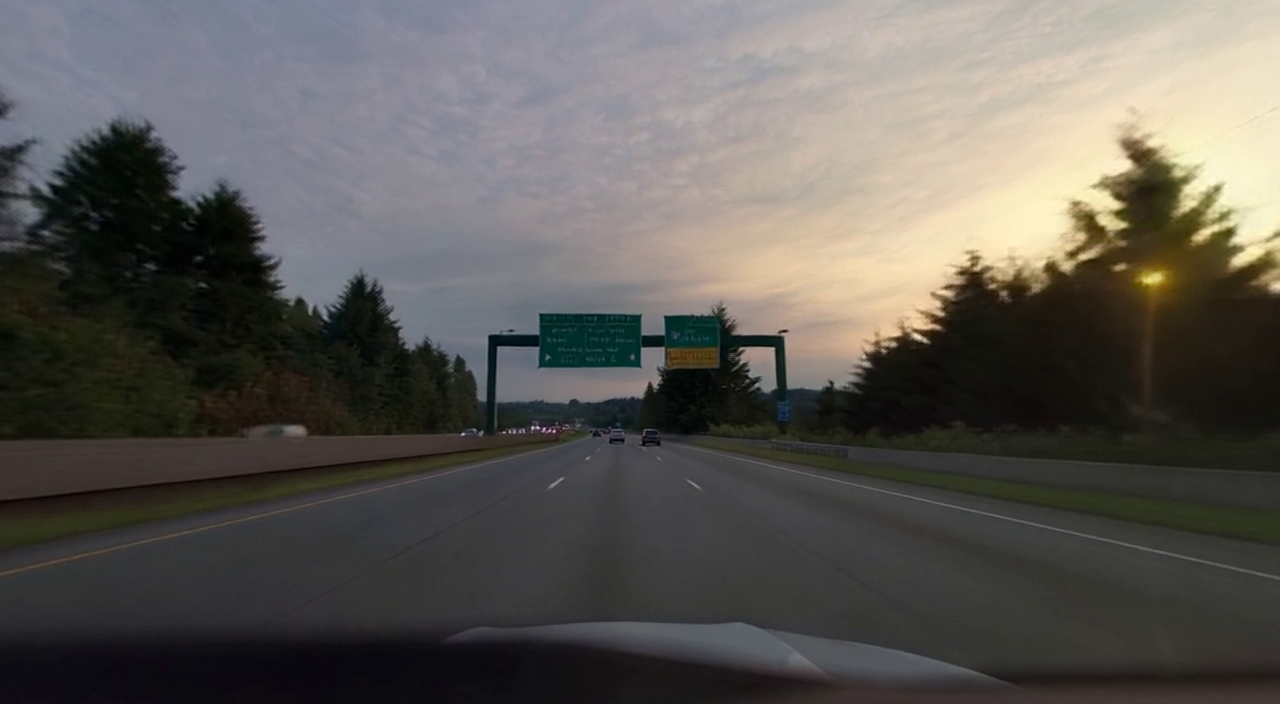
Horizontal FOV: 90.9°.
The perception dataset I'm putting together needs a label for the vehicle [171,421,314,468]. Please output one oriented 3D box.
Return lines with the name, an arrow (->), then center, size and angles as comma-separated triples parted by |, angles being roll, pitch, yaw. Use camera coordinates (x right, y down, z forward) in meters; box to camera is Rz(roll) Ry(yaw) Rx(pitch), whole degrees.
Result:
vehicle -> -13.587, 3.185, 21.968 | 1.916, 1.461, 4.780 | 0, -8, -1
